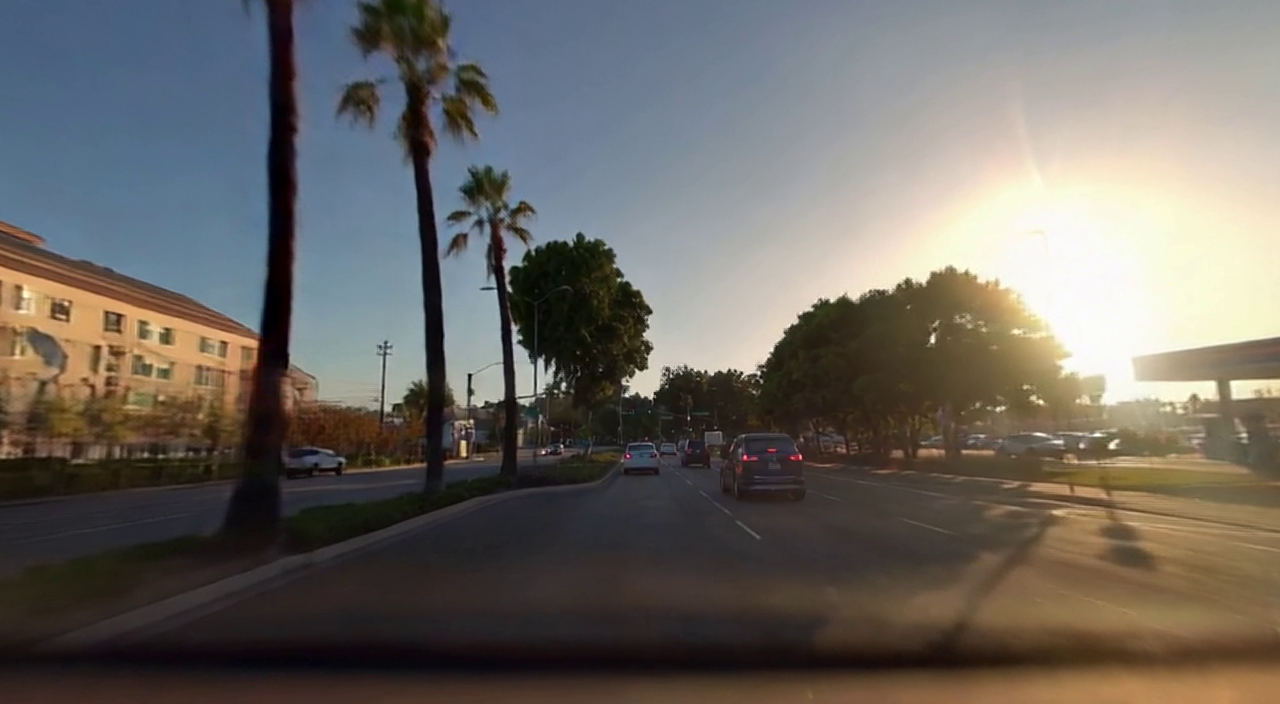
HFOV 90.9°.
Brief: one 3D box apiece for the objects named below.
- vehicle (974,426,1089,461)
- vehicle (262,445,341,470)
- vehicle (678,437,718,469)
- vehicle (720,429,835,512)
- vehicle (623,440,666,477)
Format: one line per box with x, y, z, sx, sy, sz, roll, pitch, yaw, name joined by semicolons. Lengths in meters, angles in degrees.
21.558;5.070;34.859;4.831;1.816;2.295;0;-8;-2;vehicle
-25.763;7.995;48.115;2.124;1.784;4.803;-7;-10;37;vehicle
3.775;6.613;41.668;2.154;1.975;4.634;0;-8;-1;vehicle
3.213;2.830;15.583;1.872;1.752;3.896;0;-8;-1;vehicle
0.229;5.214;31.112;1.991;1.664;3.814;0;-8;0;vehicle
